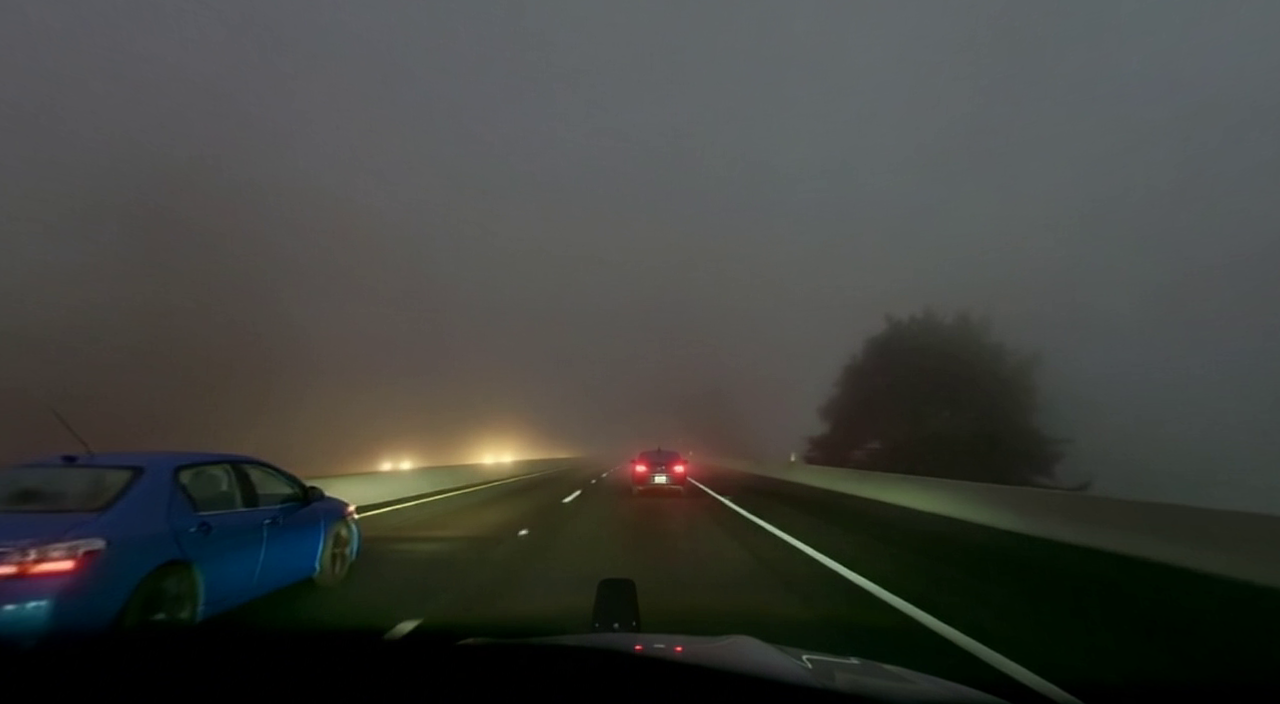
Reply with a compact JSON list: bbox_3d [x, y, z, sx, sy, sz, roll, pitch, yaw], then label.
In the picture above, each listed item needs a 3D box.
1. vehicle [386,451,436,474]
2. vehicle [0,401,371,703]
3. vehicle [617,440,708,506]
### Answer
[{"bbox_3d":[-17.122,8.287,47.055,1.900,1.582,4.150,-1,-9,5],"label":"vehicle"},{"bbox_3d":[-3.746,1.310,4.749,2.083,1.548,4.251,1,-9,-9],"label":"vehicle"},{"bbox_3d":[0.458,3.173,16.872,2.021,1.533,4.014,0,-9,-4],"label":"vehicle"}]
